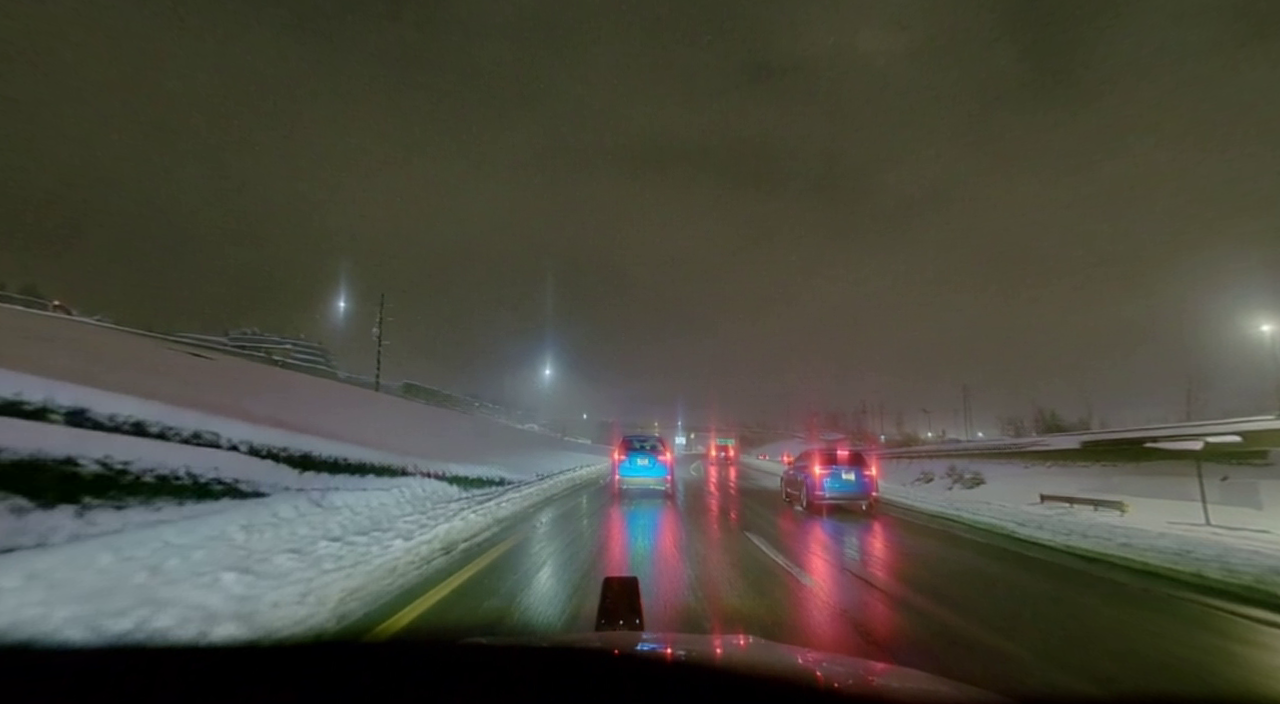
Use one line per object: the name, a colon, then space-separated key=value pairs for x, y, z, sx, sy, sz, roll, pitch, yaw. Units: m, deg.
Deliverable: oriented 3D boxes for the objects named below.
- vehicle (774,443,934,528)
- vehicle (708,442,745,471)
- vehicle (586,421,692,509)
vehicle: x=4.273 y=2.715 z=13.364 sx=2.047 sy=1.500 sz=4.017 roll=0 pitch=-9 yaw=1
vehicle: x=5.467 y=6.676 z=40.238 sx=2.047 sy=1.700 sz=4.069 roll=0 pitch=-9 yaw=4
vehicle: x=0.060 y=2.781 z=15.812 sx=2.264 sy=1.841 sz=4.583 roll=0 pitch=-9 yaw=2
